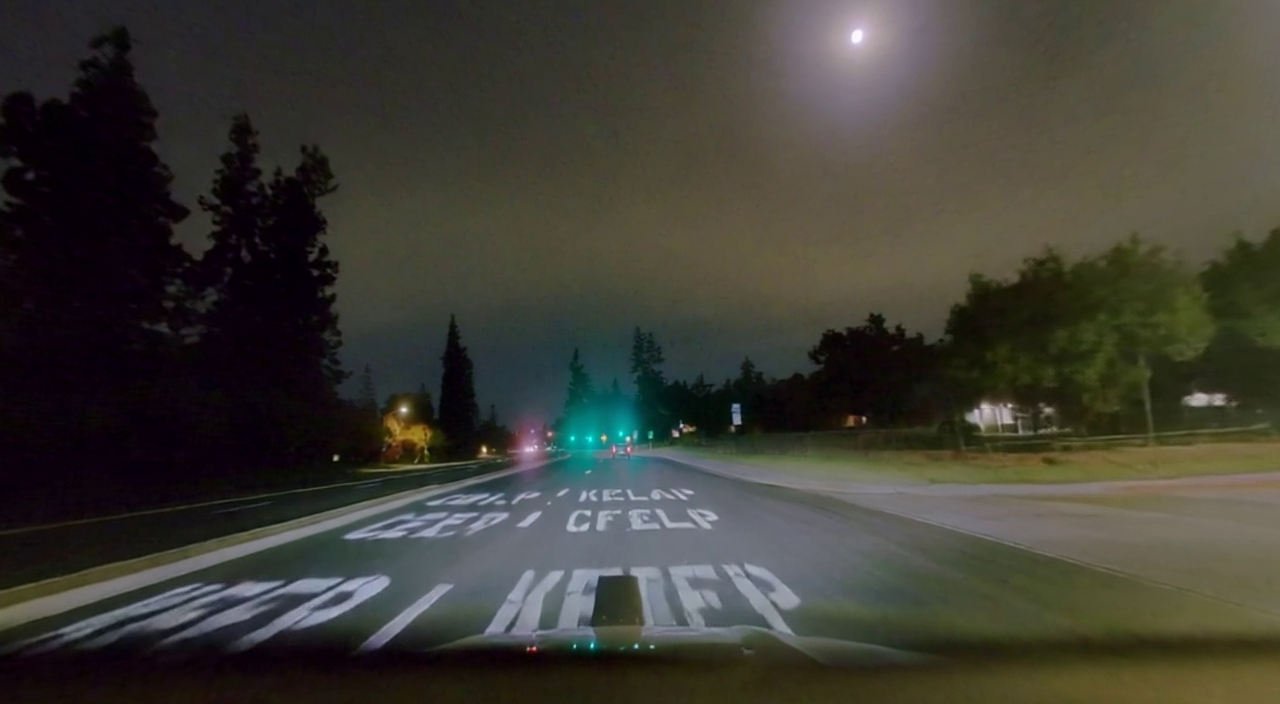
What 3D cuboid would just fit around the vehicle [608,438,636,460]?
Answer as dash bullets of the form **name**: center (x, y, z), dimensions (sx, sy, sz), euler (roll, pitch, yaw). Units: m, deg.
- **vehicle**: center (-1.366, 7.509, 48.886), dimensions (2.045, 1.613, 4.210), euler (0, -8, -1)
